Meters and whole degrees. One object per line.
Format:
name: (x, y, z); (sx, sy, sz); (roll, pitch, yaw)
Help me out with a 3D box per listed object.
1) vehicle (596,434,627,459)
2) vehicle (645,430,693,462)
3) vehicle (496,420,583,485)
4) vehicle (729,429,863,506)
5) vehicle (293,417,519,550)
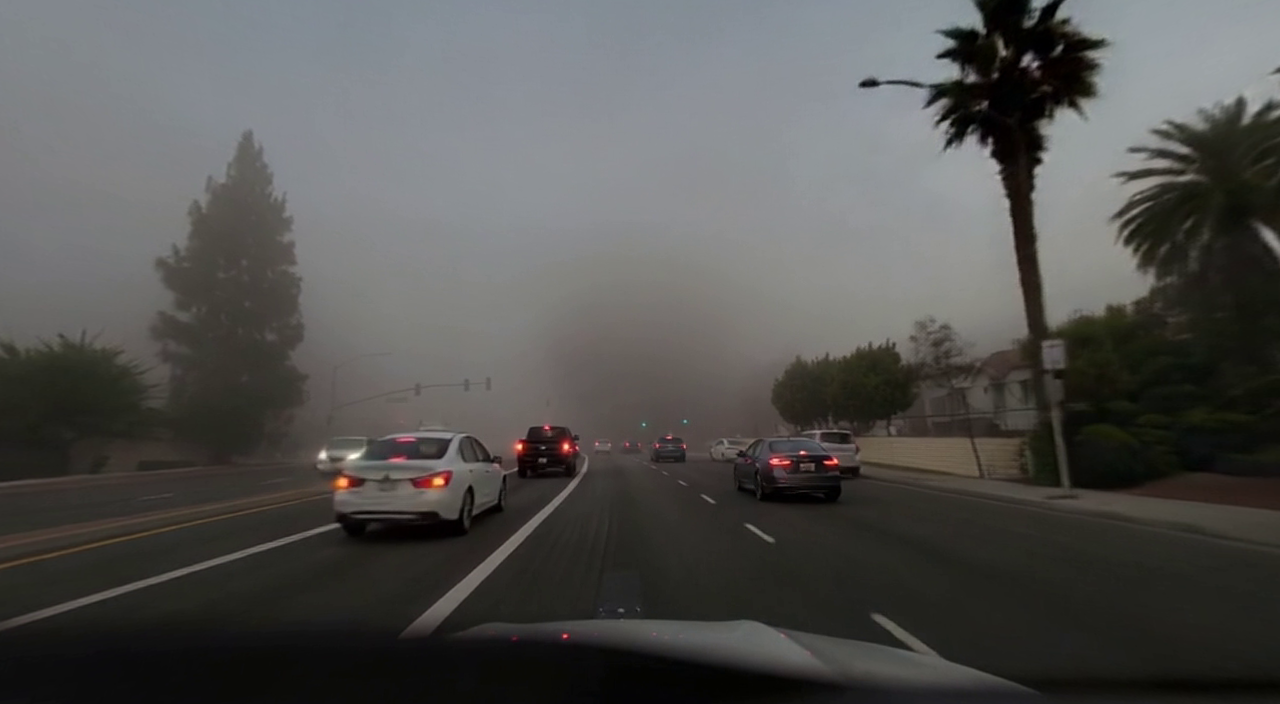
vehicle: (-2.230, 7.290, 48.793); (2.164, 1.867, 4.254); (1, -8, -6)
vehicle: (1.787, 6.158, 41.421); (2.391, 1.960, 5.600); (1, -8, -5)
vehicle: (-3.319, 3.511, 22.394); (2.354, 1.948, 6.355); (0, -8, -3)
vehicle: (3.358, 2.570, 14.485); (1.870, 1.491, 4.009); (0, -8, -3)
vehicle: (-3.200, 1.875, 9.686); (1.922, 1.577, 4.140); (0, -8, -1)
